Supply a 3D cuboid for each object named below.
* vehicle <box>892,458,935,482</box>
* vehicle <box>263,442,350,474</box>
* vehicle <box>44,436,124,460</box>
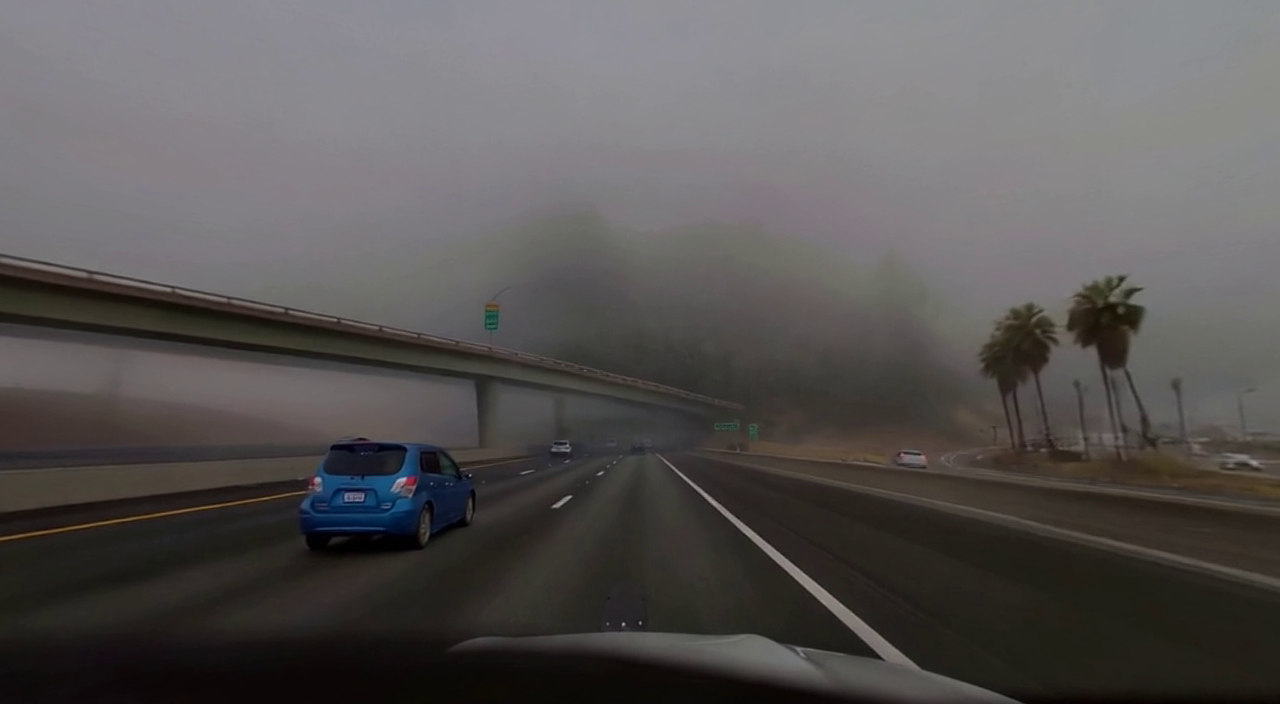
[{"bbox_3d":[21.648,9.348,49.882,2.048,1.716,4.390,-2,-8,10],"label":"vehicle"},{"bbox_3d":[-16.278,5.176,30.942,1.851,1.443,4.473,0,-8,0],"label":"vehicle"},{"bbox_3d":[-40.728,7.023,46.112,2.089,1.672,4.546,1,-8,-8],"label":"vehicle"}]
